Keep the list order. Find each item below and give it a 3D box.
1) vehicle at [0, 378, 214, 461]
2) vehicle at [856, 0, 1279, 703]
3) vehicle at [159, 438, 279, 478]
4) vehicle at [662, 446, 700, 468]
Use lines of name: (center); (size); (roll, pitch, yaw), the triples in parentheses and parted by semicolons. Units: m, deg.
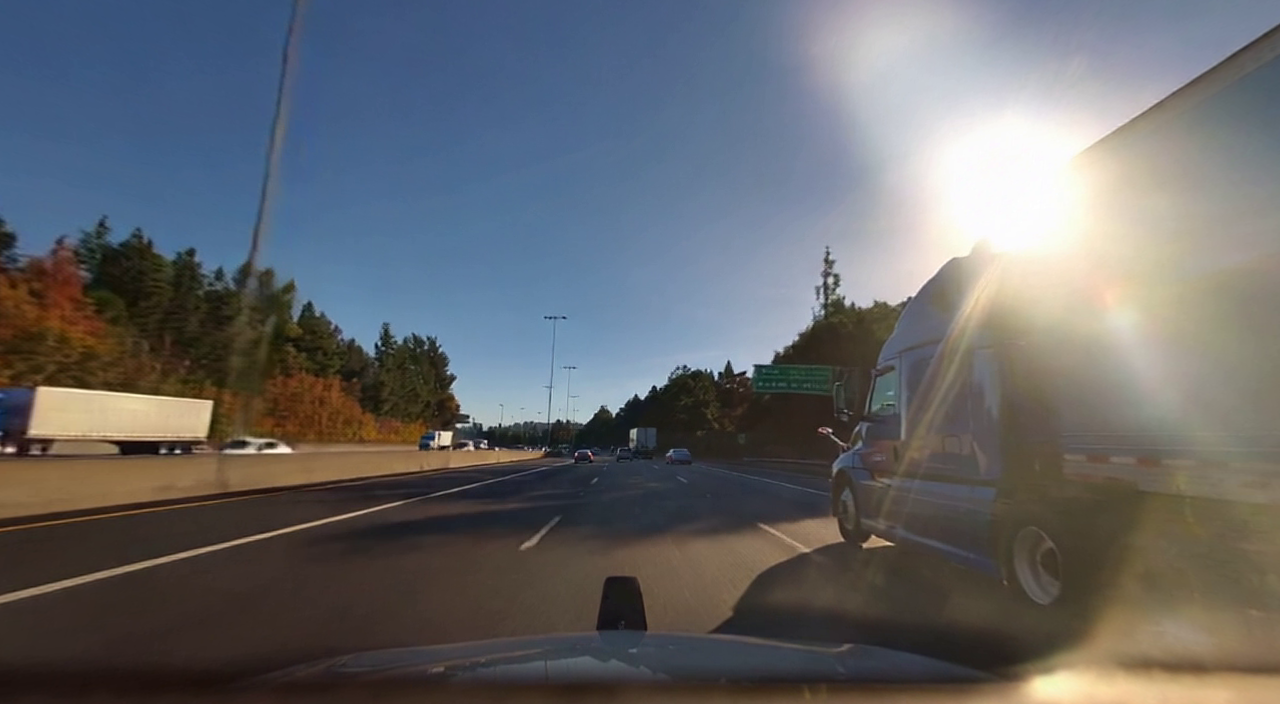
vehicle: (-33.329, 4.382, 38.578); (3.123, 4.095, 15.376); (3, -9, 3)
vehicle: (4.083, -0.578, 0.174); (2.847, 4.075, 14.244); (0, -9, -1)
vehicle: (-16.522, 4.186, 25.011); (1.869, 1.442, 4.226); (0, -9, -1)
vehicle: (3.039, 7.927, 47.632); (2.246, 1.583, 4.813); (0, -9, -3)
